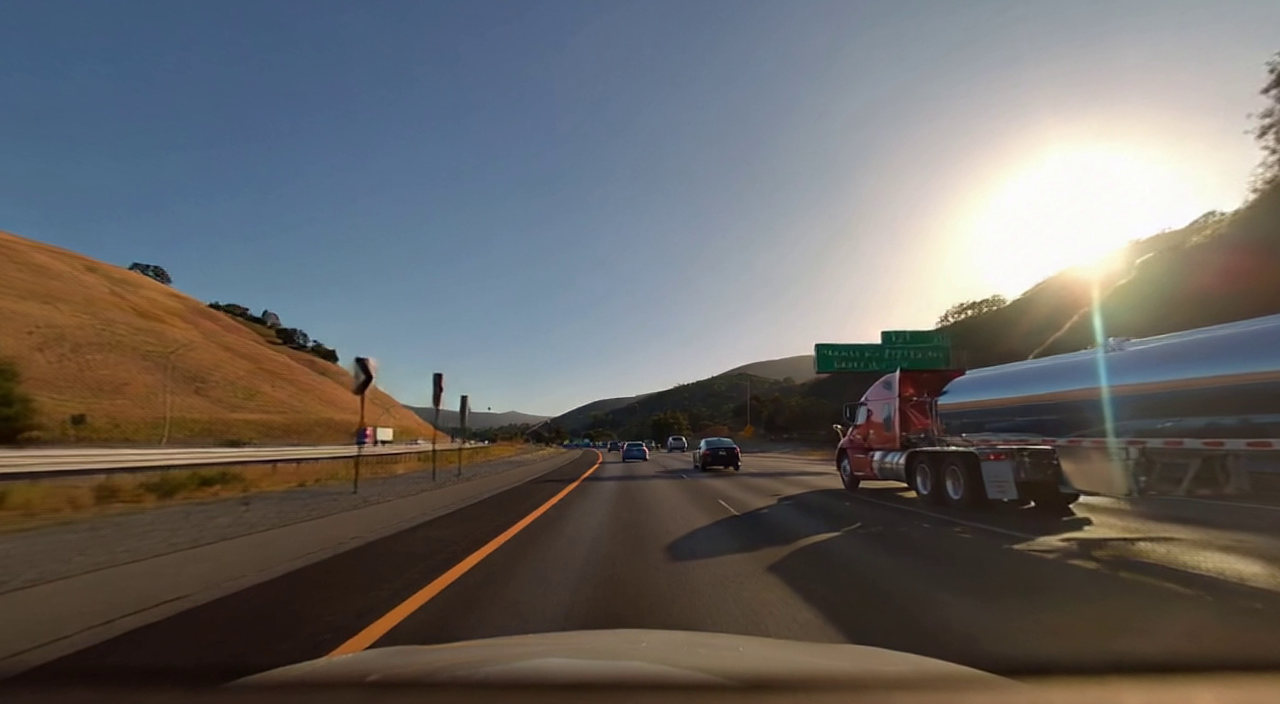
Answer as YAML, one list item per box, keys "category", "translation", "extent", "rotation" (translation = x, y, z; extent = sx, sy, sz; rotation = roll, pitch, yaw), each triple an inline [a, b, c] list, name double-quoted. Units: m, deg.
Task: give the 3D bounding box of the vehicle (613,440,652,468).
- category: "vehicle"
  translation: [-0.462, 5.685, 35.323]
  extent: [2.083, 1.477, 3.965]
  rotation: [0, -9, -2]

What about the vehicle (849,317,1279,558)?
- category: "vehicle"
  translation: [7.407, 1.739, 12.639]
  extent: [2.880, 2.975, 9.608]
  rotation: [0, -9, -2]

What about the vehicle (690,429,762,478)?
- category: "vehicle"
  translation: [3.380, 4.119, 25.874]
  extent: [2.098, 1.794, 4.561]
  rotation: [0, -9, -2]

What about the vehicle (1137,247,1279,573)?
- category: "vehicle"
  translation: [7.756, 0.069, 2.930]
  extent: [2.805, 3.212, 9.978]
  rotation: [0, -9, 0]
